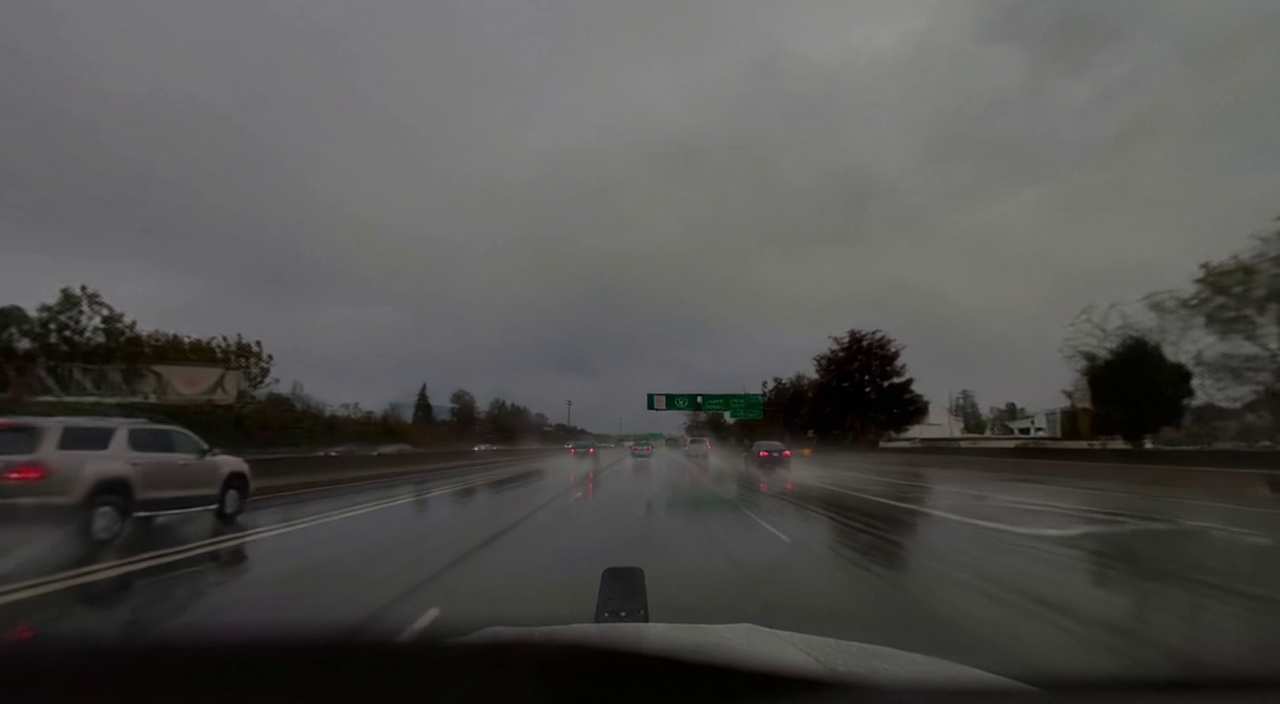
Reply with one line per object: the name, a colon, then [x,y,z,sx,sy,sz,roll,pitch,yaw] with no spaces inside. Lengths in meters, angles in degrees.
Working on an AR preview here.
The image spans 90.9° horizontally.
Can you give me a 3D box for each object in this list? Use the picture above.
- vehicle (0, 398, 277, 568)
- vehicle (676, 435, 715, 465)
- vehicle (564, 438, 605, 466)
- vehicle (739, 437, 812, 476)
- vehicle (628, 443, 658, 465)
vehicle: [-7.841,1.722,8.942,2.199,1.781,5.271,0,-8,1]
vehicle: [3.935,7.038,45.538,2.348,1.991,5.460,0,-8,0]
vehicle: [-3.544,6.515,41.250,2.118,1.750,4.875,0,-8,1]
vehicle: [6.165,4.793,29.272,2.196,1.659,4.451,0,-8,-3]
vehicle: [0.251,7.390,45.839,2.050,1.452,3.917,0,-8,1]
